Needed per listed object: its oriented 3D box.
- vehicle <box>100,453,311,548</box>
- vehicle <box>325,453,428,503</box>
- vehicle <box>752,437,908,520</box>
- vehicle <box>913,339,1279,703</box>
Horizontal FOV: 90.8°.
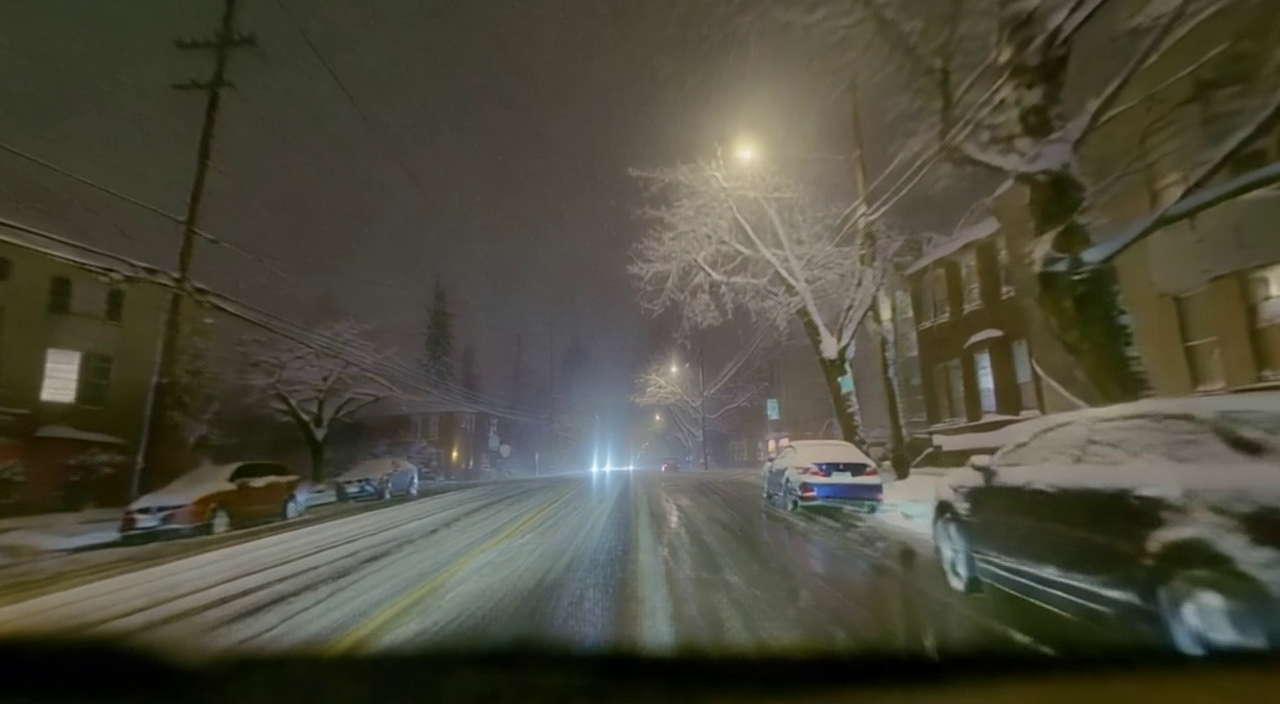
[{"bbox_3d":[-9.407,3.176,14.175,1.884,1.526,4.061,-5,-8,0],"label":"vehicle"},{"bbox_3d":[-9.469,4.534,23.175,2.000,1.495,4.687,-2,-9,-3],"label":"vehicle"},{"bbox_3d":[3.819,2.627,13.707,1.946,1.468,4.721,0,-9,0],"label":"vehicle"},{"bbox_3d":[3.735,1.041,4.007,2.155,1.747,4.311,-1,-9,2],"label":"vehicle"}]
